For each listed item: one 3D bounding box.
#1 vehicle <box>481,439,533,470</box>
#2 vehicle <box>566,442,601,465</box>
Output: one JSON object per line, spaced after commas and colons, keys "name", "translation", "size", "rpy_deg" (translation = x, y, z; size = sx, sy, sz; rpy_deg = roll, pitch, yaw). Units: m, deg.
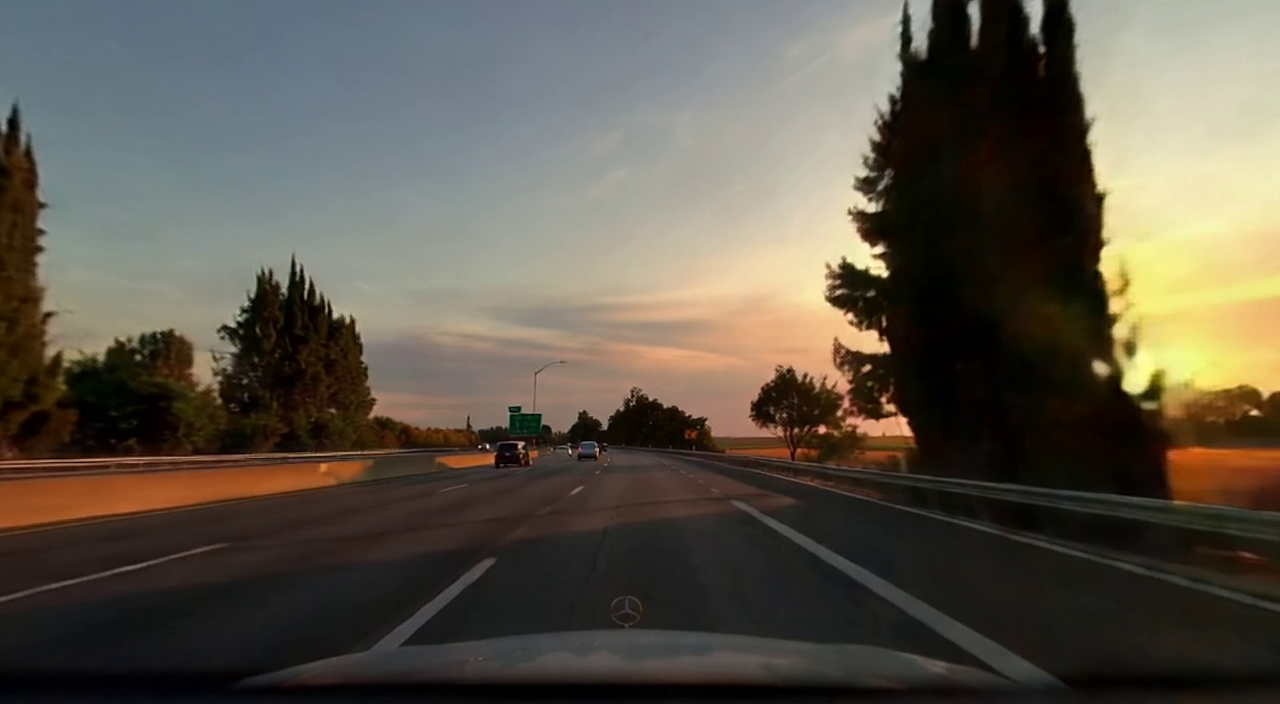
{"name": "vehicle", "translation": [-7.671, 5.965, 36.713], "size": [2.080, 1.632, 4.332], "rpy_deg": [0, -8, 0]}
{"name": "vehicle", "translation": [-3.894, 7.124, 44.019], "size": [2.075, 1.516, 4.212], "rpy_deg": [0, -8, -1]}
